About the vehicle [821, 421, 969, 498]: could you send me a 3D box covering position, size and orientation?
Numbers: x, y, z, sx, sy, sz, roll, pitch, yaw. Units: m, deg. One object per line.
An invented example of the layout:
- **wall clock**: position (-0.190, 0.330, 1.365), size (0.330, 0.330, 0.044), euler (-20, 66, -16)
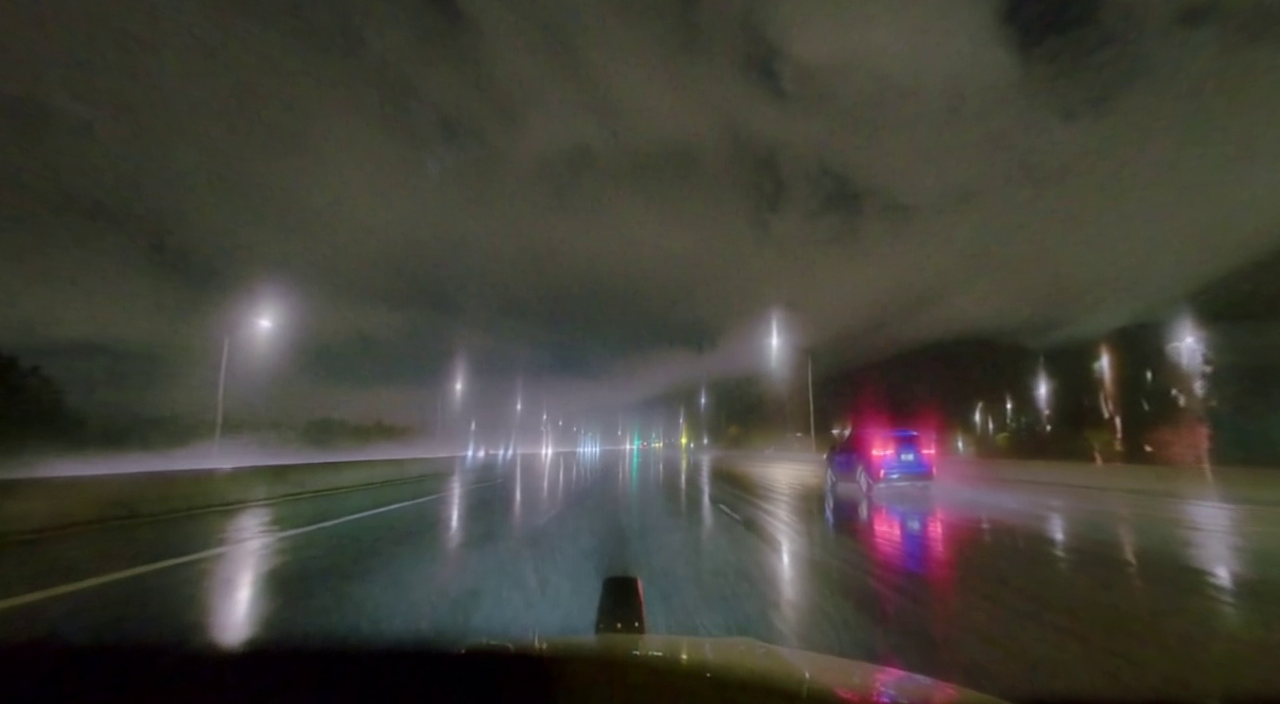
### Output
- **vehicle**: position (7.095, 3.059, 18.251), size (2.222, 1.899, 4.595), euler (0, -9, -1)
